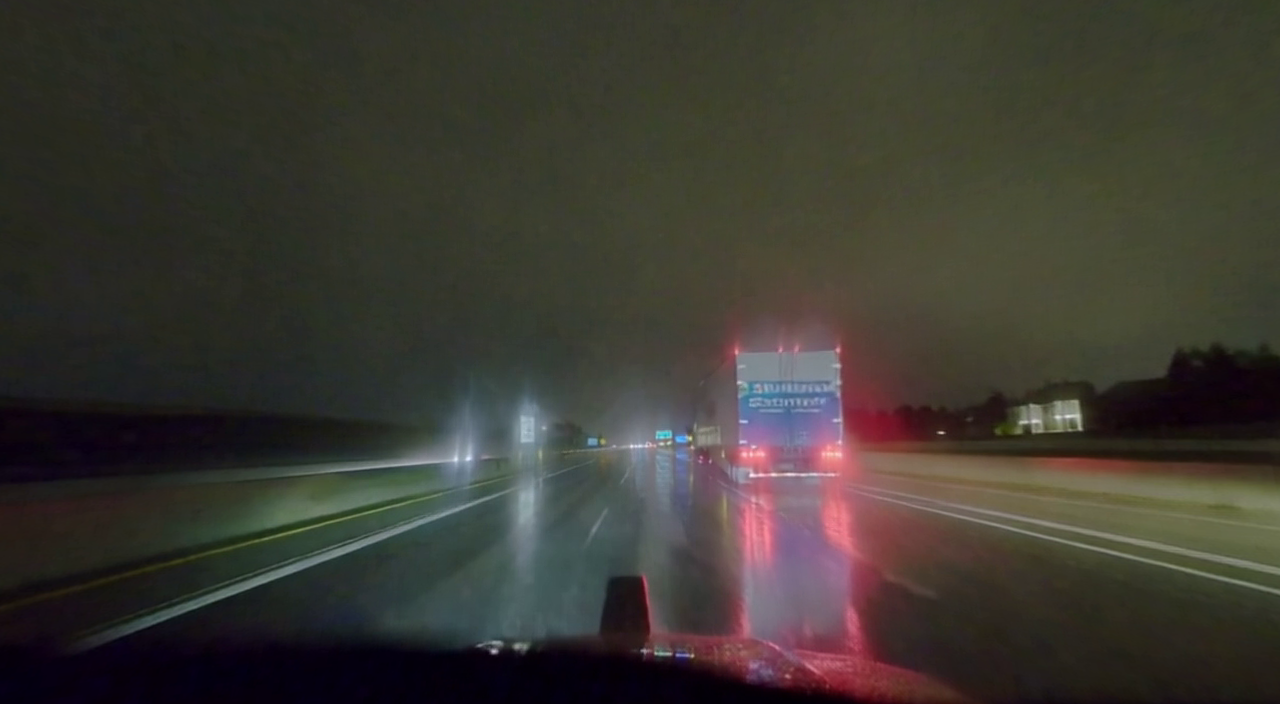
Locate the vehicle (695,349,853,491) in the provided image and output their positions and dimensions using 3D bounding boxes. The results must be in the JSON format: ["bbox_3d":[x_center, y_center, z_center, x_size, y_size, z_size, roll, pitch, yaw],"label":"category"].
[{"bbox_3d":[4.603,3.057,26.176,3.187,4.197,15.004,0,-8,0],"label":"vehicle"}]
